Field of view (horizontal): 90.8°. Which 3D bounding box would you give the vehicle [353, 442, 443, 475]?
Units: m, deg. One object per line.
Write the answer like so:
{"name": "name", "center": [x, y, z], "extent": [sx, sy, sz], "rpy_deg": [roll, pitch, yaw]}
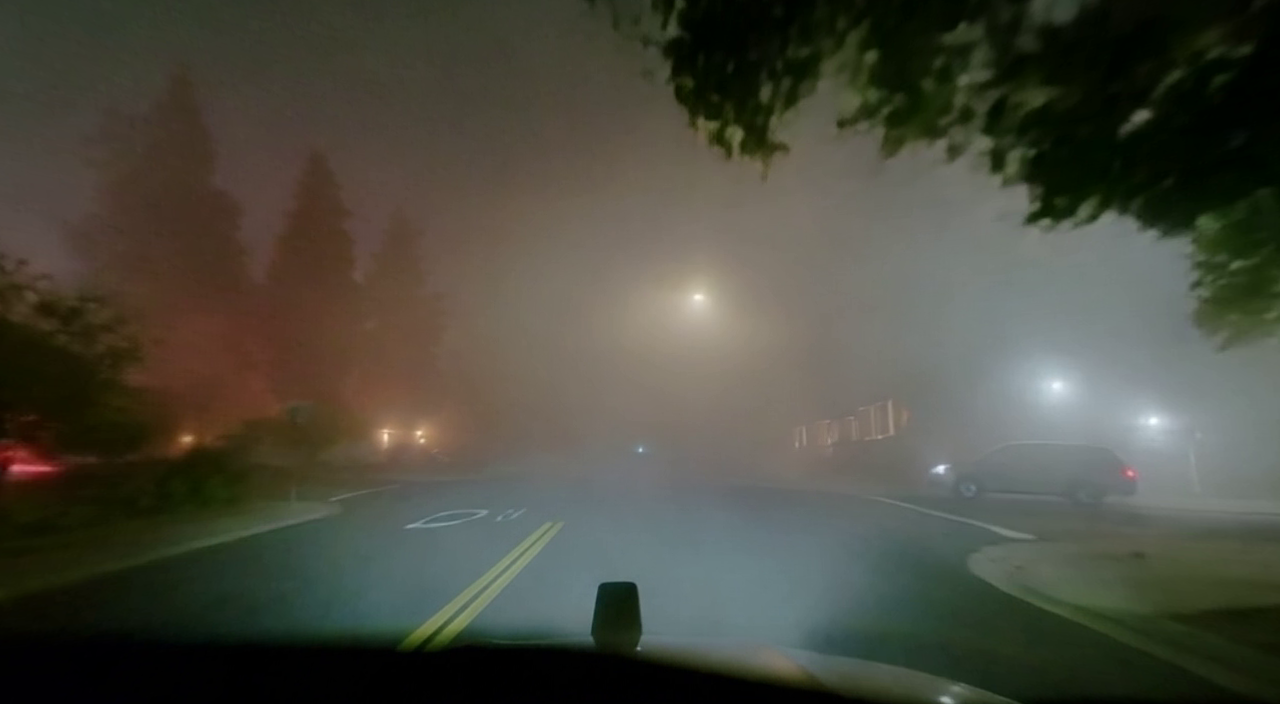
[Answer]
{"name": "vehicle", "center": [-14.728, 6.483, 38.736], "extent": [2.066, 1.852, 4.782], "rpy_deg": [-6, -10, 34]}

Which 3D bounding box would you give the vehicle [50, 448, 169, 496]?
{"name": "vehicle", "center": [-21.643, 4.846, 25.739], "extent": [4.507, 1.774, 1.923], "rpy_deg": [-5, -9, 26]}

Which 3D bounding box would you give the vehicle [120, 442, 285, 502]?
{"name": "vehicle", "center": [-15.747, 4.206, 22.648], "extent": [6.072, 1.882, 2.277], "rpy_deg": [-5, -9, 29]}

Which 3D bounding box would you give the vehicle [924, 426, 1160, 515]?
{"name": "vehicle", "center": [10.589, 3.217, 17.094], "extent": [4.854, 1.771, 2.123], "rpy_deg": [-12, -12, 28]}
